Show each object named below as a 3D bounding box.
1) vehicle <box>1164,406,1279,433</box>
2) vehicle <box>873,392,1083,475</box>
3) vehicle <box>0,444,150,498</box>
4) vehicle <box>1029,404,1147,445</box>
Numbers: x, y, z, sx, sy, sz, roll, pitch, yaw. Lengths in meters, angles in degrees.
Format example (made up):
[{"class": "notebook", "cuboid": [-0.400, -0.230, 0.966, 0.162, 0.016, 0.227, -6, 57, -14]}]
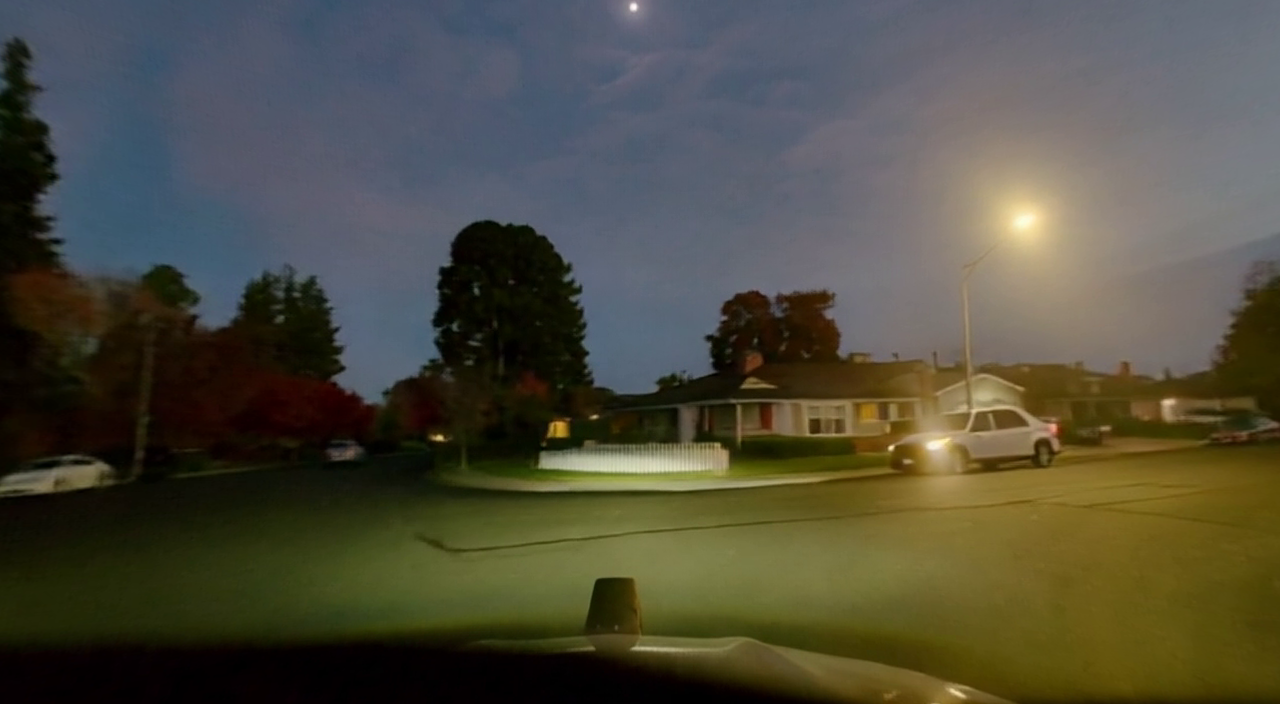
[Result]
[{"class": "vehicle", "cuboid": [37.696, 4.465, 40.963, 2.079, 1.558, 4.977, 4, -9, -26]}, {"class": "vehicle", "cuboid": [9.991, 2.430, 18.509, 6.088, 2.084, 2.337, 4, -10, -28]}, {"class": "vehicle", "cuboid": [-18.557, 3.863, 21.002, 2.040, 1.525, 5.212, 3, -9, -22]}, {"class": "vehicle", "cuboid": [22.824, 3.791, 32.286, 2.029, 1.747, 4.373, 3, -11, -21]}]
